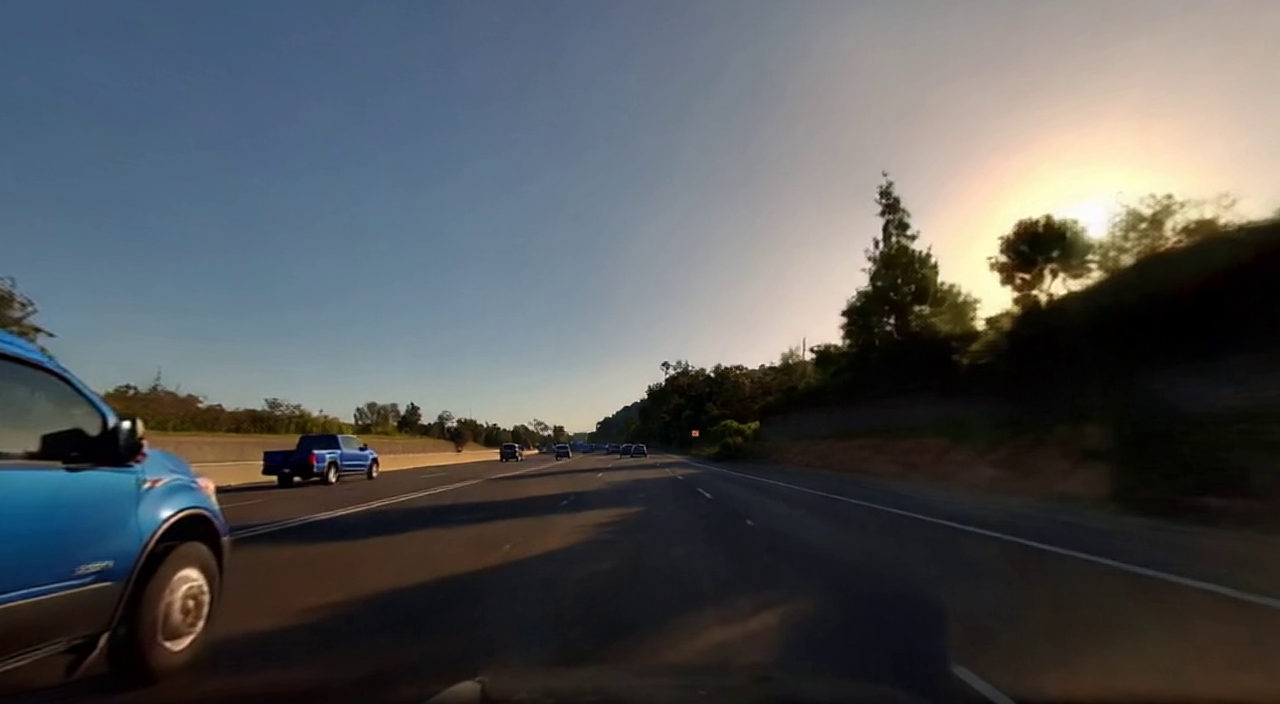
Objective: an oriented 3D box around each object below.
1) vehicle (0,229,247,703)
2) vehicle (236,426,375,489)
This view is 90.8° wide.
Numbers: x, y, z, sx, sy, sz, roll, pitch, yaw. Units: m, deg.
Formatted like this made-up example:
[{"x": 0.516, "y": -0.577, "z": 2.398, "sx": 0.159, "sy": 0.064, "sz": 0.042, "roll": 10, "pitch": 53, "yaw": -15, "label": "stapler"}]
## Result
[{"x": -3.520, "y": 0.349, "z": 0.421, "sx": 2.483, "sy": 2.100, "sz": 6.208, "roll": 0, "pitch": -9, "yaw": 0, "label": "vehicle"}, {"x": -11.062, "y": 3.546, "z": 21.438, "sx": 2.012, "sy": 1.875, "sz": 4.895, "roll": 0, "pitch": -9, "yaw": 0, "label": "vehicle"}]
